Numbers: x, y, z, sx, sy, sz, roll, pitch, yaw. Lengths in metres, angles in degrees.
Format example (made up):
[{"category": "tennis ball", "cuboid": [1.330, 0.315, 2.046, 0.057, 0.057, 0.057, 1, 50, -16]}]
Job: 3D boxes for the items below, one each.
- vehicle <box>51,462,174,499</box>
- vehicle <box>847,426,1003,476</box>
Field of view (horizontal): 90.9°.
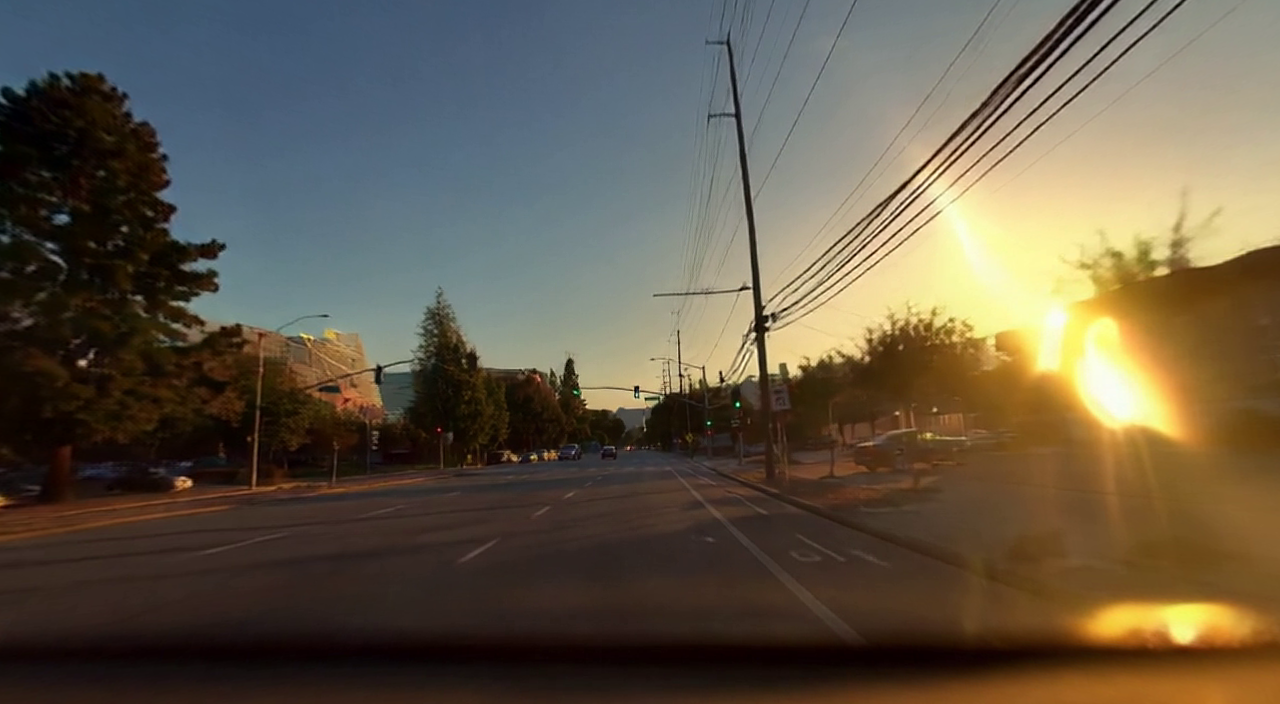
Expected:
[{"category": "vehicle", "cuboid": [-26.825, 6.533, 32.171, 4.451, 1.724, 1.988, 0, -8, 0]}, {"category": "vehicle", "cuboid": [10.541, 3.695, 23.596, 4.765, 1.738, 2.101, 0, -8, -2]}]
